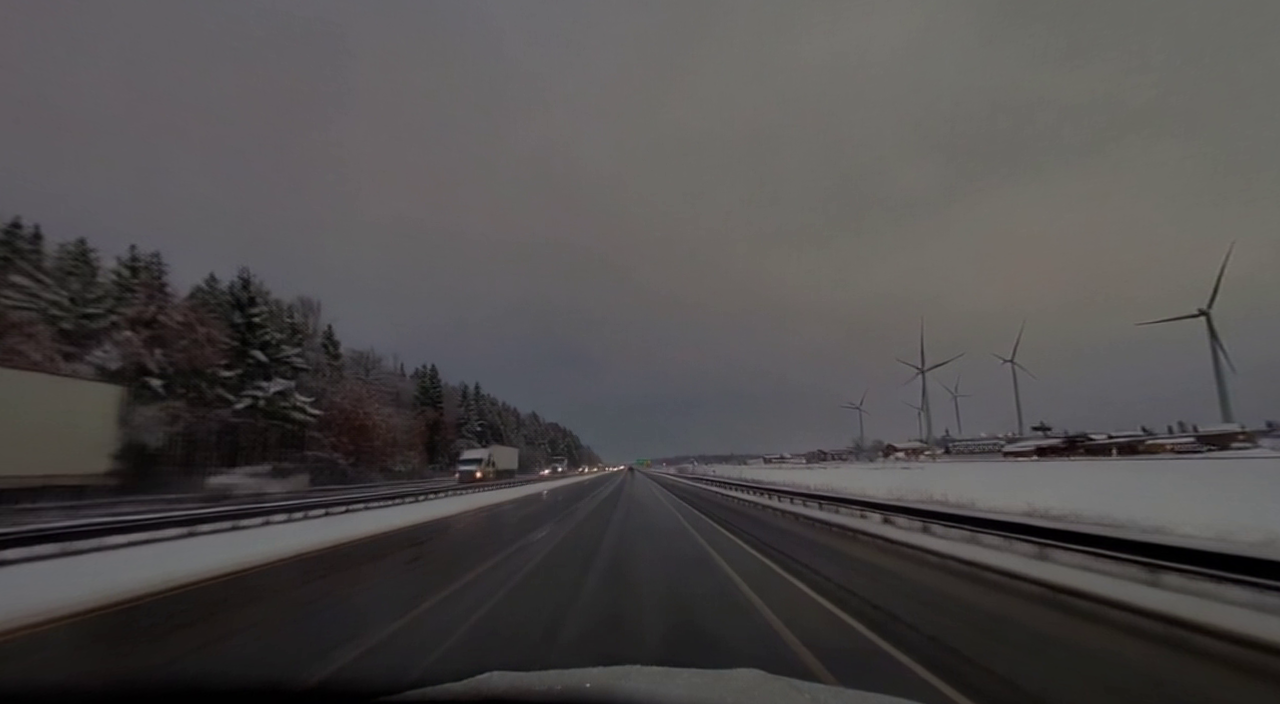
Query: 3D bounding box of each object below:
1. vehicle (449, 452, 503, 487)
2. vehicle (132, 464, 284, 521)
[{"bbox_3d":[-12.033,8.696,46.748,2.421,2.406,5.665,1,-10,0],"label":"vehicle"},{"bbox_3d":[-12.479,4.069,18.566,1.700,1.451,4.000,1,-10,-2],"label":"vehicle"}]
